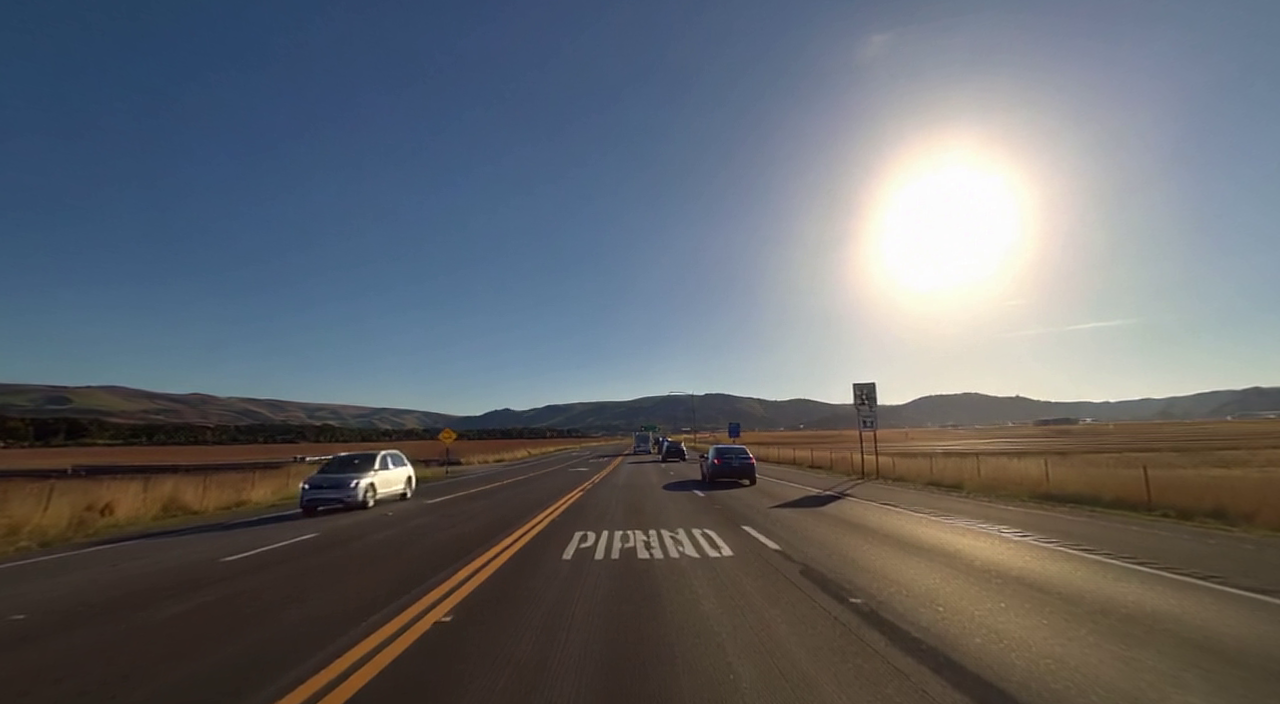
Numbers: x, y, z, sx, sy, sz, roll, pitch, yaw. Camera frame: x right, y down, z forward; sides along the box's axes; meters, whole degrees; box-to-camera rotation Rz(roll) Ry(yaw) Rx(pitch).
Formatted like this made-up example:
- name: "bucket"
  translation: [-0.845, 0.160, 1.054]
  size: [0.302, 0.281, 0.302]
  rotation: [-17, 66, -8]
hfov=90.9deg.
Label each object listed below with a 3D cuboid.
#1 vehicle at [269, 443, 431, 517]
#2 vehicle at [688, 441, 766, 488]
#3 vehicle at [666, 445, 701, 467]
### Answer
- name: "vehicle"
  translation: [-7.804, 3.457, 17.681]
  size: [2.168, 1.748, 4.811]
  rotation: [0, -8, 1]
- name: "vehicle"
  translation: [3.048, 4.053, 23.057]
  size: [2.026, 1.531, 4.273]
  rotation: [0, -8, -3]
- name: "vehicle"
  translation: [3.050, 7.451, 45.430]
  size: [2.048, 1.468, 4.490]
  rotation: [0, -8, -2]
